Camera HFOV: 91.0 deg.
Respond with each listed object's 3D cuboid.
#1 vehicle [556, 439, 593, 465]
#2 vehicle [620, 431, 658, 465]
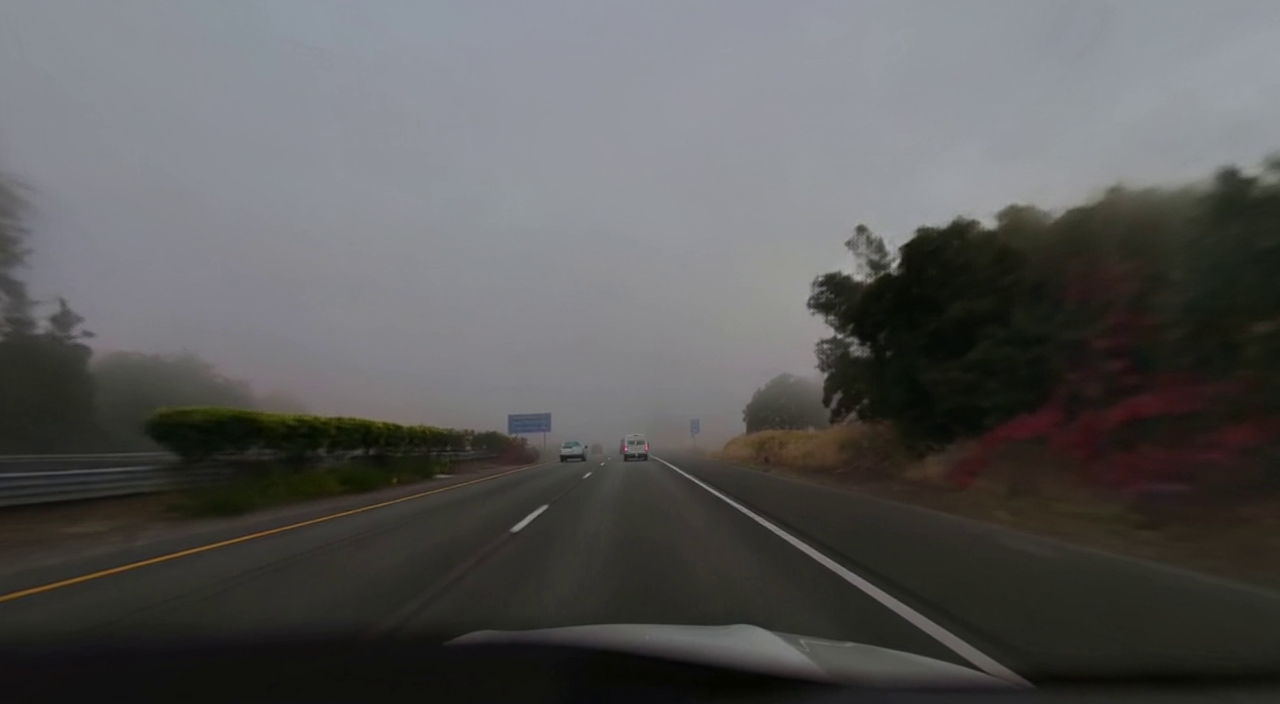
[{"bbox_3d":[-4.202,6.498,41.204,2.062,1.567,4.117,0,-8,-1],"label":"vehicle"},{"bbox_3d":[-0.111,5.952,39.286,2.223,1.957,4.416,0,-8,-2],"label":"vehicle"}]
